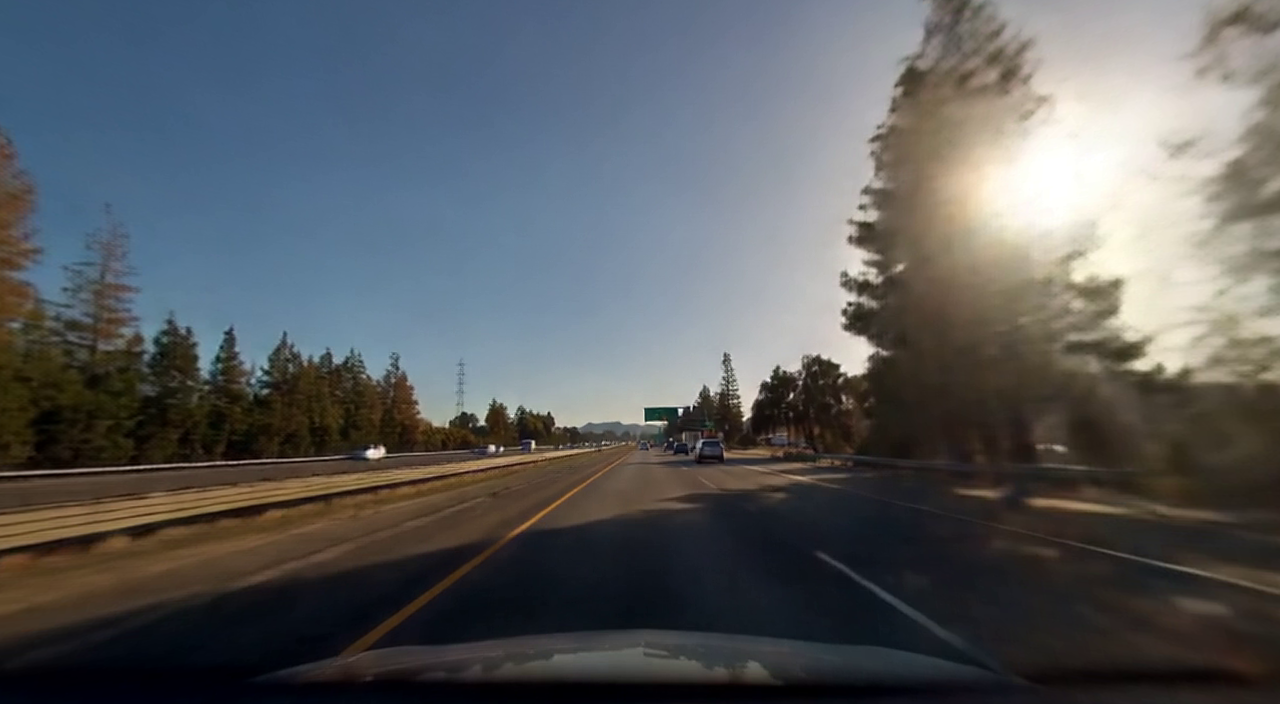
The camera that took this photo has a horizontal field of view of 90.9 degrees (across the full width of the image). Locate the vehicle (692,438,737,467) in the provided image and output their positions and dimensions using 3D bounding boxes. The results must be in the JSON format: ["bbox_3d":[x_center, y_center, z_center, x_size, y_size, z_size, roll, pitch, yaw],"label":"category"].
[{"bbox_3d":[4.183,5.710,36.014,2.062,1.518,4.026,0,-8,-1],"label":"vehicle"}]
